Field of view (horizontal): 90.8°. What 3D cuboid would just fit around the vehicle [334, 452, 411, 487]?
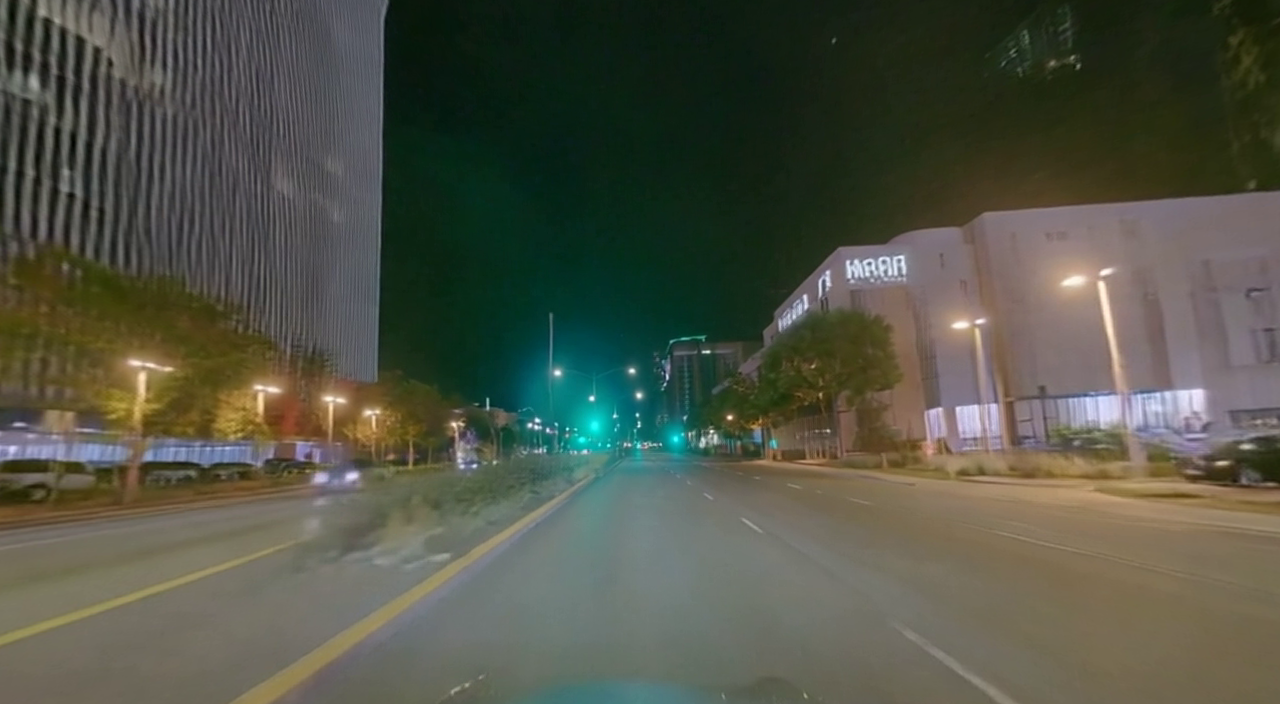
[{"bbox_3d":[-12.323,5.422,29.391,1.857,1.483,3.791,0,-8,0],"label":"vehicle"}]

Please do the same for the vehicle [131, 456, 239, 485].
[{"bbox_3d":[-26.505,6.908,37.015,4.786,1.486,1.936,4,-9,-27],"label":"vehicle"}]

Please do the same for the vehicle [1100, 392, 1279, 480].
[{"bbox_3d":[25.784,4.020,29.869,2.724,3.646,7.111,0,-9,2],"label":"vehicle"}]
